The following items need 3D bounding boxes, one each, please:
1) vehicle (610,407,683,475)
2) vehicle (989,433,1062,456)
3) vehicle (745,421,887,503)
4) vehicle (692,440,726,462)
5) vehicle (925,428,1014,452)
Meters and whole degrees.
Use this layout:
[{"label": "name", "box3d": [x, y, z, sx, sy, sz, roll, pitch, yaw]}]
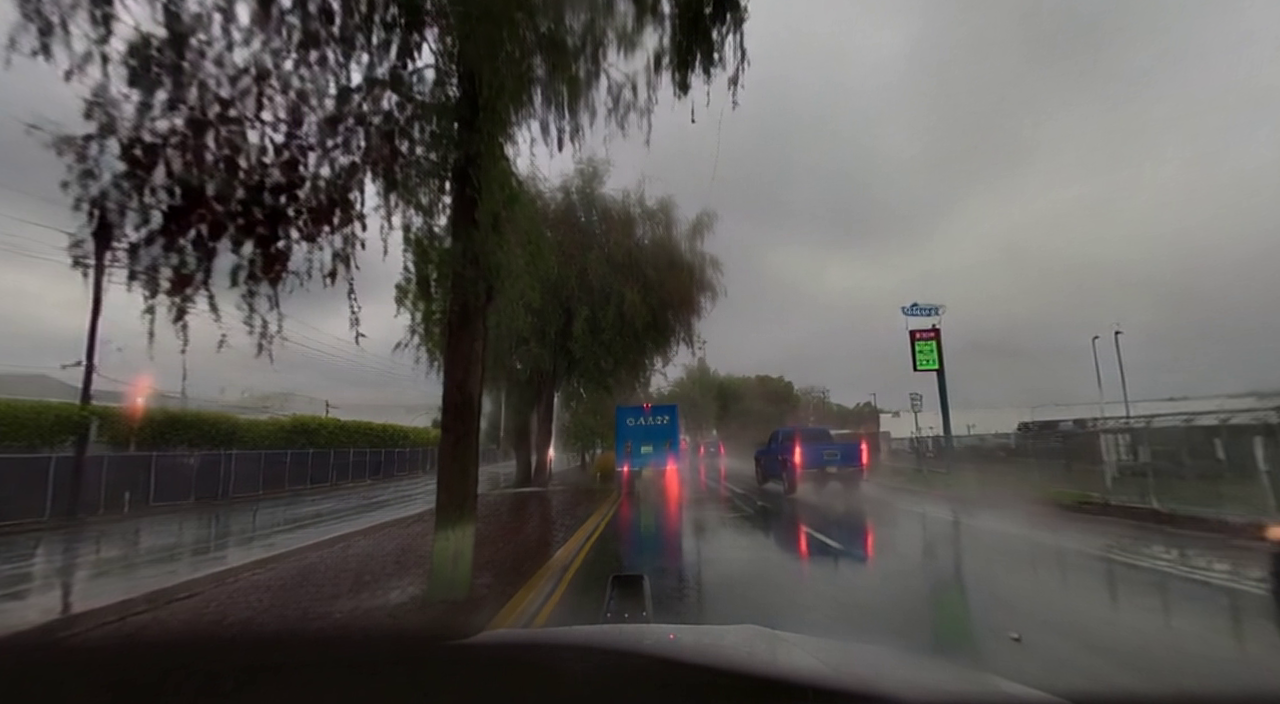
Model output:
[{"label": "vehicle", "box3d": [0.415, 4.434, 31.369, 3.197, 2.963, 7.055, 0, -8, 2]}, {"label": "vehicle", "box3d": [23.007, 5.546, 37.678, 3.251, 1.321, 1.555, 0, -9, -1]}, {"label": "vehicle", "box3d": [4.453, 2.880, 16.985, 2.375, 1.857, 5.100, 0, -8, 0]}, {"label": "vehicle", "box3d": [5.342, 7.749, 49.429, 2.076, 1.661, 4.524, 0, -8, 0]}, {"label": "vehicle", "box3d": [22.655, 6.087, 43.464, 4.995, 1.543, 1.899, -1, -11, 1]}]
